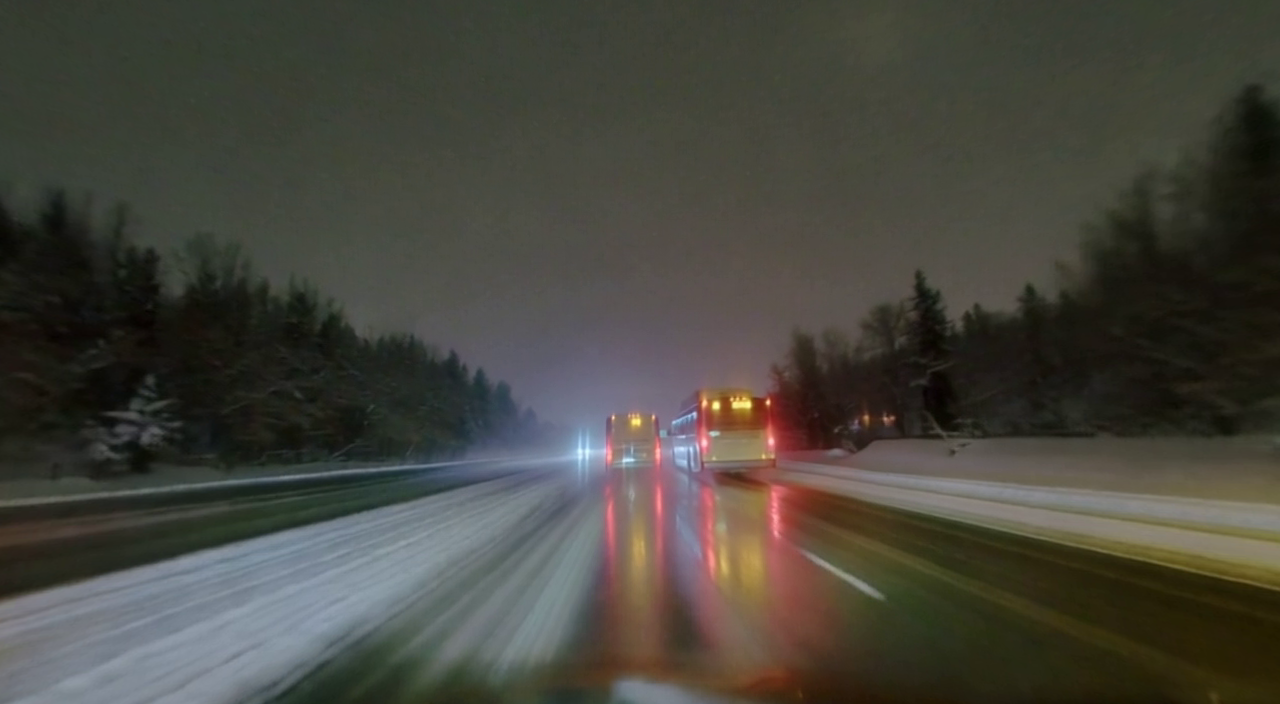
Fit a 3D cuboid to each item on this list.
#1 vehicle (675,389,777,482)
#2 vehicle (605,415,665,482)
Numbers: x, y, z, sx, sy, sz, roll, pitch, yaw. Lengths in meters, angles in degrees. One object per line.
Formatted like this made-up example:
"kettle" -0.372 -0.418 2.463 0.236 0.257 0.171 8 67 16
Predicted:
"vehicle" 3.806 4.308 31.515 3.074 3.668 12.805 0 -9 -1
"vehicle" -0.218 4.336 28.195 2.414 2.675 5.574 -1 -9 0
